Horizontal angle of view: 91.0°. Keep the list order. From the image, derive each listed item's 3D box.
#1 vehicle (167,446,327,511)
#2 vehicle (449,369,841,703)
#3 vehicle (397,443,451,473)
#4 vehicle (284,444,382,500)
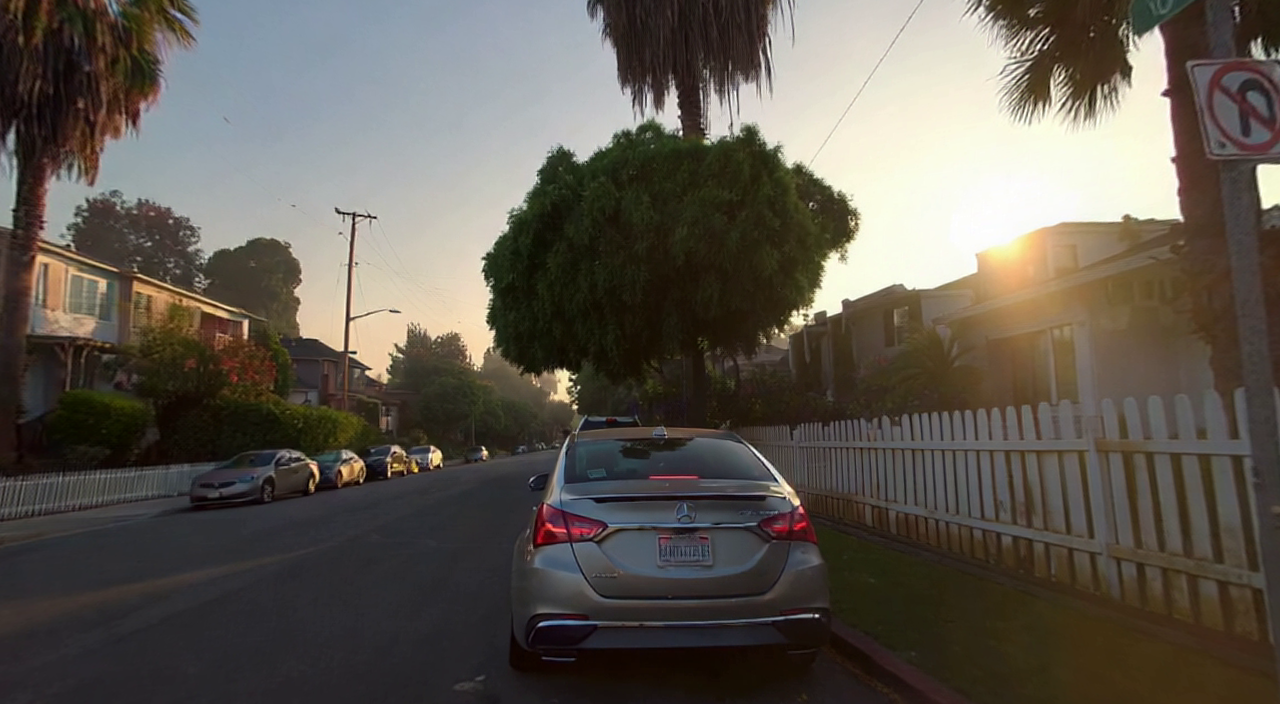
[{"bbox_3d":[-11.399,3.654,18.804,2.017,1.627,5.039,1,-8,-7],"label":"vehicle"},{"bbox_3d":[-0.135,1.214,5.005,1.894,1.695,3.795,1,-8,-6],"label":"vehicle"},{"bbox_3d":[-13.164,6.466,38.706,2.060,1.689,4.999,1,-8,-7],"label":"vehicle"},{"bbox_3d":[-12.151,4.709,25.273,2.048,1.485,4.757,-4,-4,-7],"label":"vehicle"}]
